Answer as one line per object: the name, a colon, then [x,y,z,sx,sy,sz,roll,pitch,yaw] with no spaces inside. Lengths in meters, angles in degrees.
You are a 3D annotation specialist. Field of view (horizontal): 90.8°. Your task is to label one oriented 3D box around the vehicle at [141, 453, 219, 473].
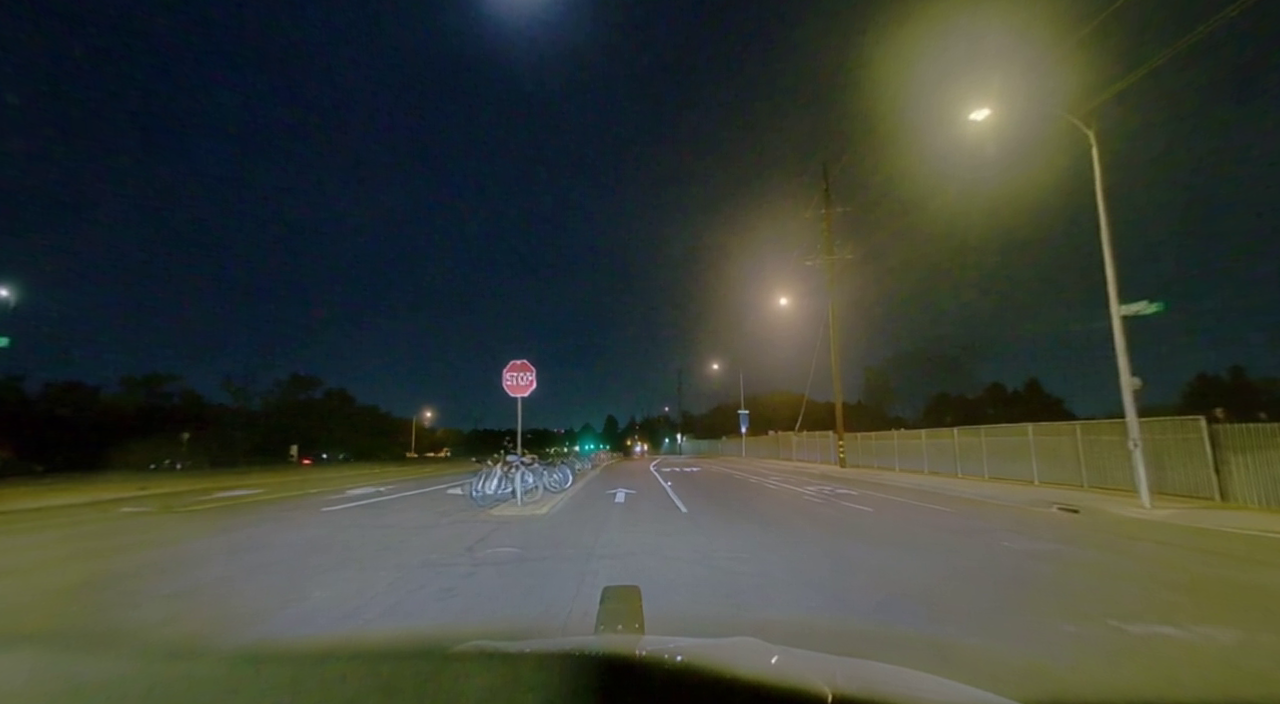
vehicle: [-34.040,8.229,46.851,4.327,1.402,1.757,0,-9,-4]
